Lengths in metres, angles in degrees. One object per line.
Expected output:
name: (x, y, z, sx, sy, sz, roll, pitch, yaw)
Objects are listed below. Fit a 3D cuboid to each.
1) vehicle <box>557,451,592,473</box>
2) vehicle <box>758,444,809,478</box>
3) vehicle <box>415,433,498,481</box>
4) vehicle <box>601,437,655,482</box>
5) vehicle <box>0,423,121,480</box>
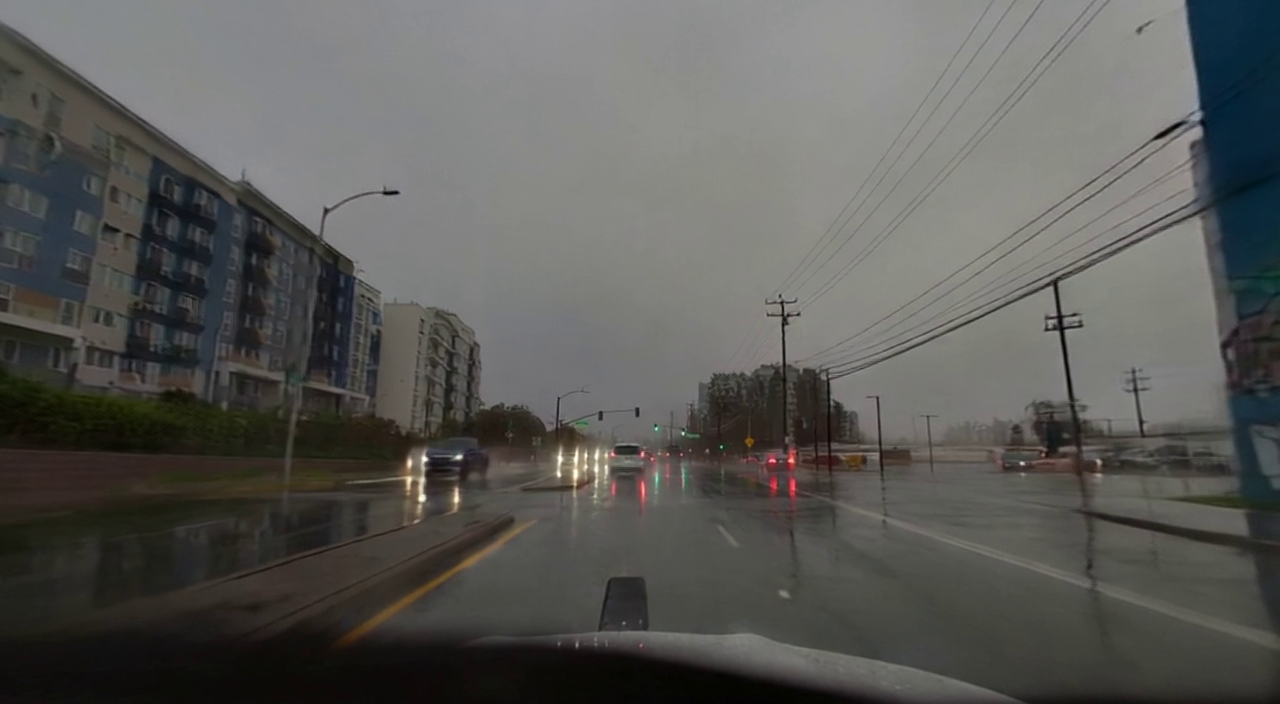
vehicle: (-4.847, 8.224, 47.282, 1.973, 1.502, 4.275, 0, -9, 3)
vehicle: (7.879, 5.991, 34.992, 1.952, 1.749, 4.311, 0, -9, 2)
vehicle: (-8.683, 5.016, 30.339, 2.393, 2.059, 4.739, 0, -9, 2)
vehicle: (-0.525, 4.695, 27.817, 2.160, 1.786, 4.702, 0, -9, -1)
vehicle: (-39.185, 6.471, 41.211, 7.491, 3.562, 2.925, 1, -8, -5)
